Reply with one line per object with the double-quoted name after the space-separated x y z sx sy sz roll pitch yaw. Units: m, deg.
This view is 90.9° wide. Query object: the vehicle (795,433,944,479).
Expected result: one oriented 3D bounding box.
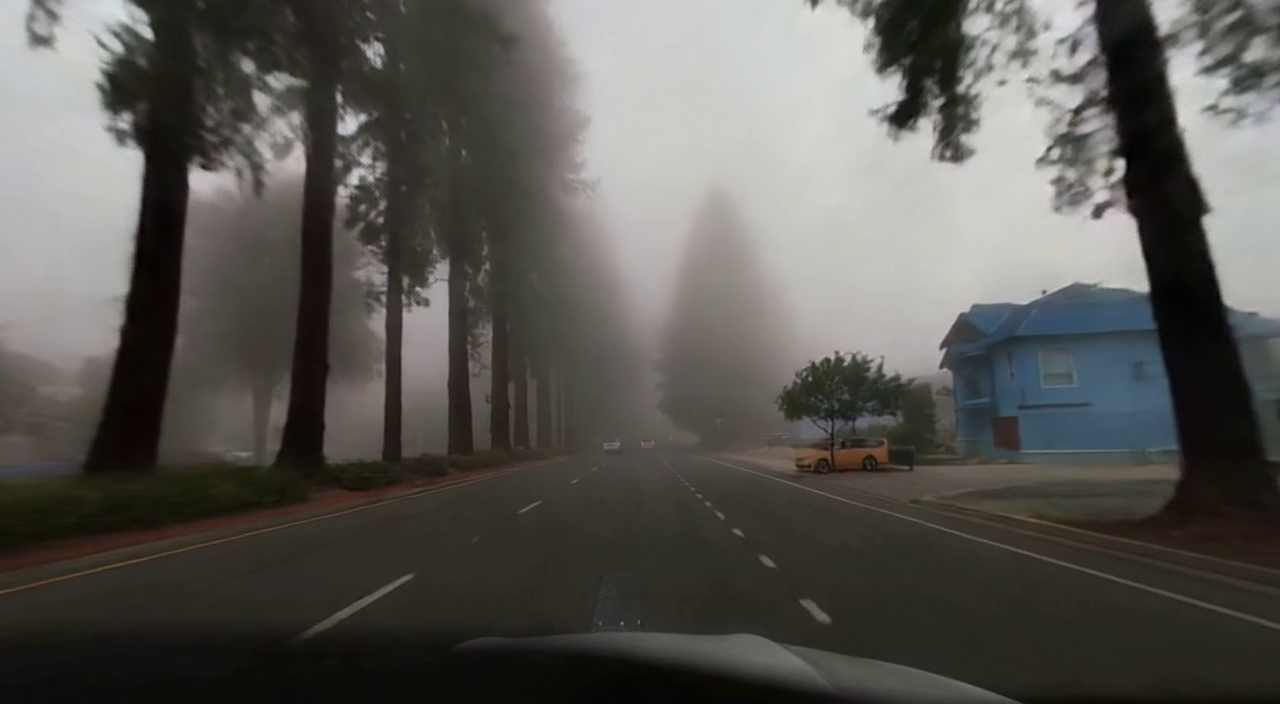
7.905 3.634 22.150 4.575 1.514 1.932 -1 -8 9 "vehicle"
